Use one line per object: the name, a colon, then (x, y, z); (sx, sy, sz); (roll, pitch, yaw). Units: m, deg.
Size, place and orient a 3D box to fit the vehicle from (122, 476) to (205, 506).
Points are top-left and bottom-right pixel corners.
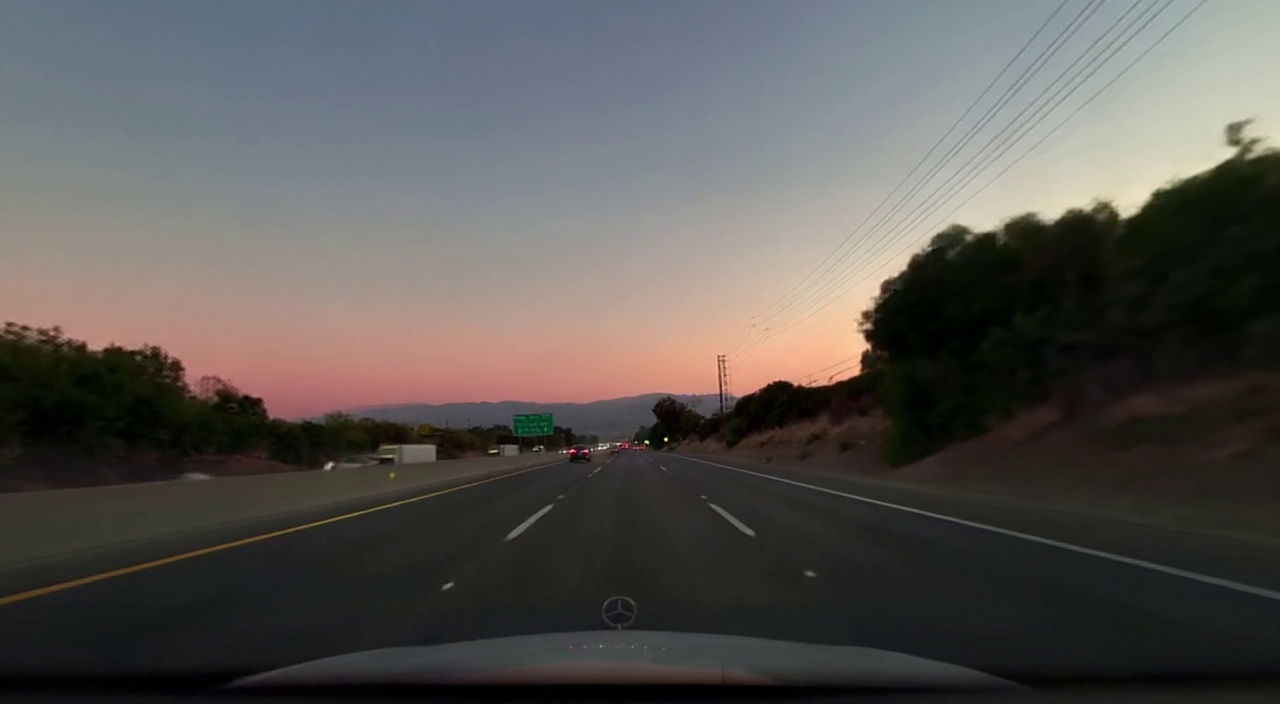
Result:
vehicle: (-33.105, 9.677, 44.111); (2.011, 1.695, 4.909); (0, -8, -1)
